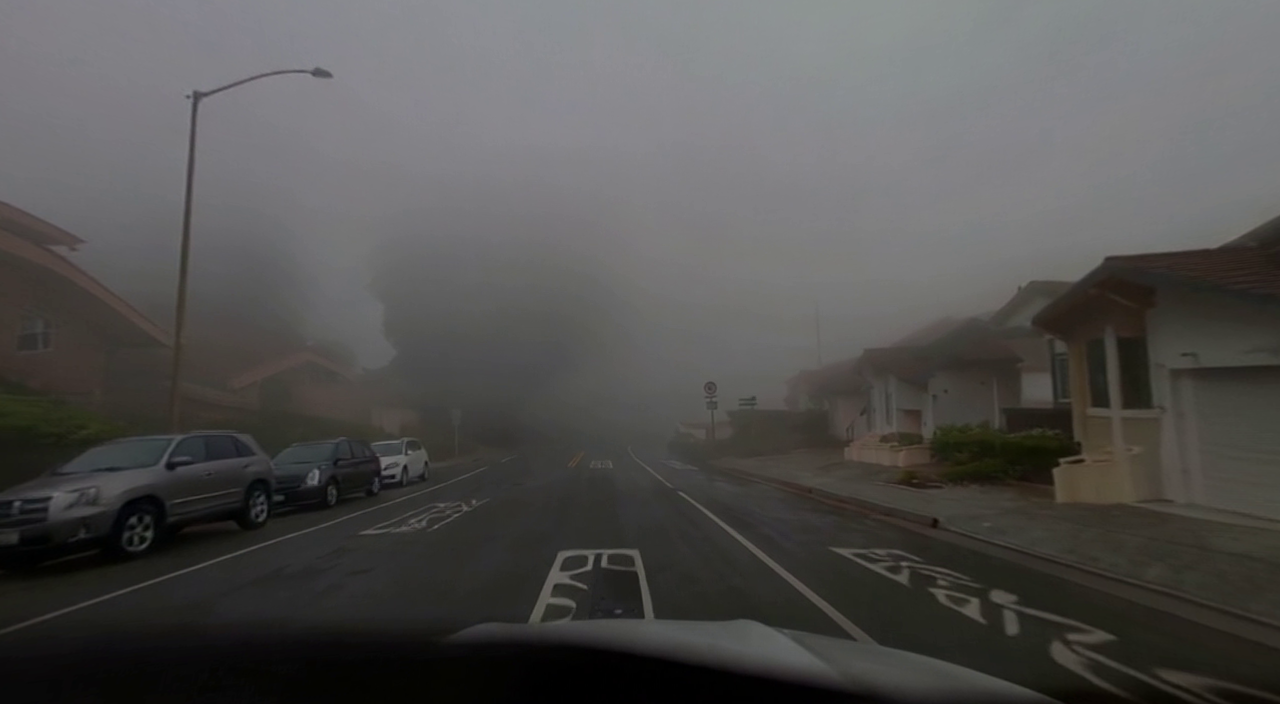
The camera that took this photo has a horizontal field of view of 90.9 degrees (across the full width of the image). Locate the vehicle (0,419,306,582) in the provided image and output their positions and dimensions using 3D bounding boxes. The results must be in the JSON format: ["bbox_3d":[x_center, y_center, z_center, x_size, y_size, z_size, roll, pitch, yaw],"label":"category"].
[{"bbox_3d":[-6.941,1.907,9.144,1.865,1.750,4.507,0,-8,-2],"label":"vehicle"}]
